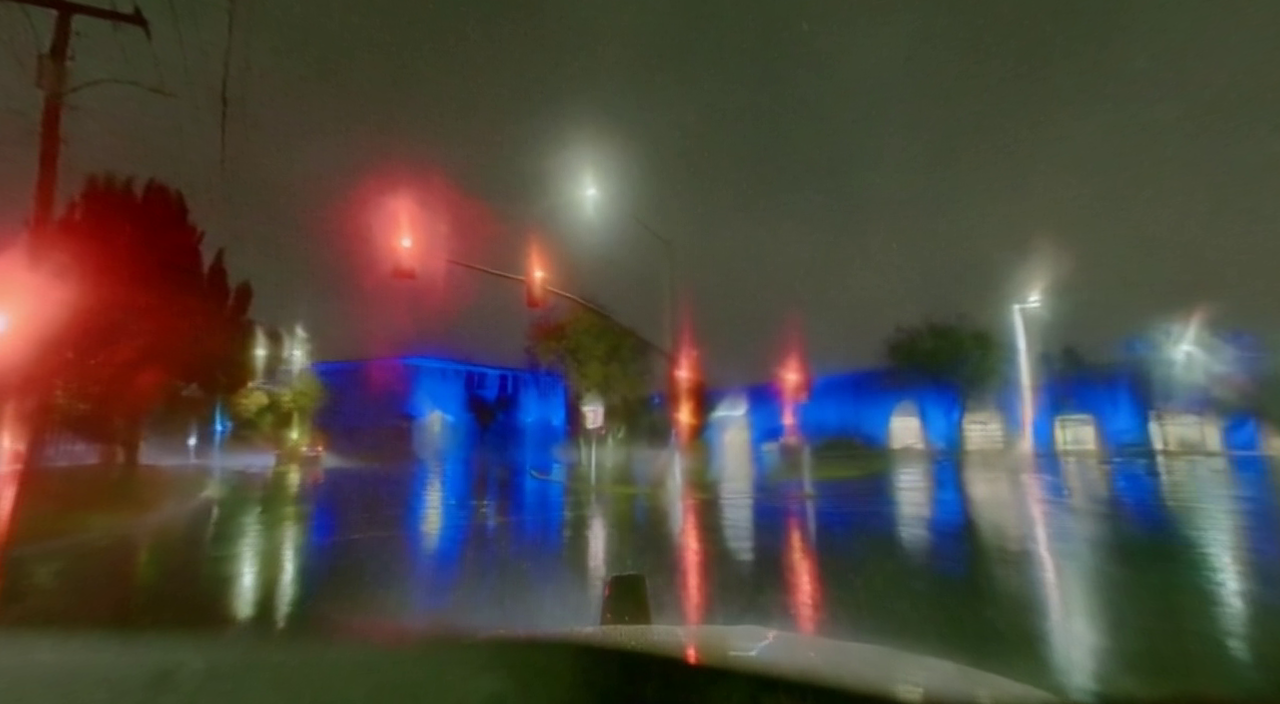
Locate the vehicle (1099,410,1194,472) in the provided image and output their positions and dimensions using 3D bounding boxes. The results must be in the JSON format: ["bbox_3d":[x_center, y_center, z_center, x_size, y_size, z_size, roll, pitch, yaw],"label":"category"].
[{"bbox_3d":[24.921,4.381,30.916,5.997,2.750,2.324,7,-11,-41],"label":"vehicle"}]

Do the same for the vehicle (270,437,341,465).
[{"bbox_3d":[-25.013,7.392,47.044,5.570,1.923,2.336,-6,-11,36],"label":"vehicle"}]
